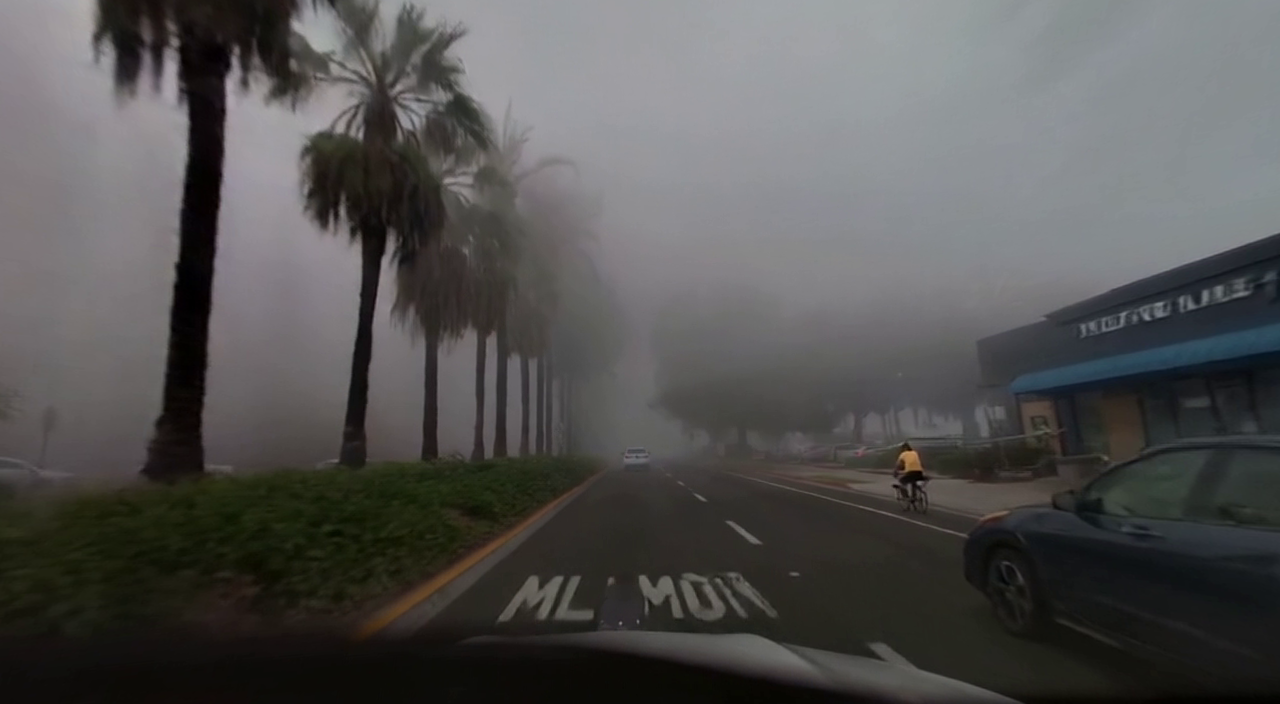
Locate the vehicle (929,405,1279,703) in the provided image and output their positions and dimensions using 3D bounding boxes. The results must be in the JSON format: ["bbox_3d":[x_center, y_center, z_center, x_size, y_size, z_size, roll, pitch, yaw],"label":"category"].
[{"bbox_3d":[3.638,1.072,3.246,2.090,1.503,4.566,0,-9,-1],"label":"vehicle"}]

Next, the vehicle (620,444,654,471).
[{"bbox_3d":[-0.205,6.872,41.265,2.102,1.653,3.698,0,-9,-1],"label":"vehicle"}]

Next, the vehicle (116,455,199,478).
[{"bbox_3d":[-34.654,8.224,45.464,4.277,1.537,1.942,0,-9,-3],"label":"vehicle"}]

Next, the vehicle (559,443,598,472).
[{"bbox_3d":[-4.000,6.940,41.704,2.071,1.744,4.500,0,-9,0],"label":"vehicle"}]

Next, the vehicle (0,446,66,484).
[{"bbox_3d":[-34.992,6.197,34.800,4.377,1.951,2.245,0,-9,-1],"label":"vehicle"}]
